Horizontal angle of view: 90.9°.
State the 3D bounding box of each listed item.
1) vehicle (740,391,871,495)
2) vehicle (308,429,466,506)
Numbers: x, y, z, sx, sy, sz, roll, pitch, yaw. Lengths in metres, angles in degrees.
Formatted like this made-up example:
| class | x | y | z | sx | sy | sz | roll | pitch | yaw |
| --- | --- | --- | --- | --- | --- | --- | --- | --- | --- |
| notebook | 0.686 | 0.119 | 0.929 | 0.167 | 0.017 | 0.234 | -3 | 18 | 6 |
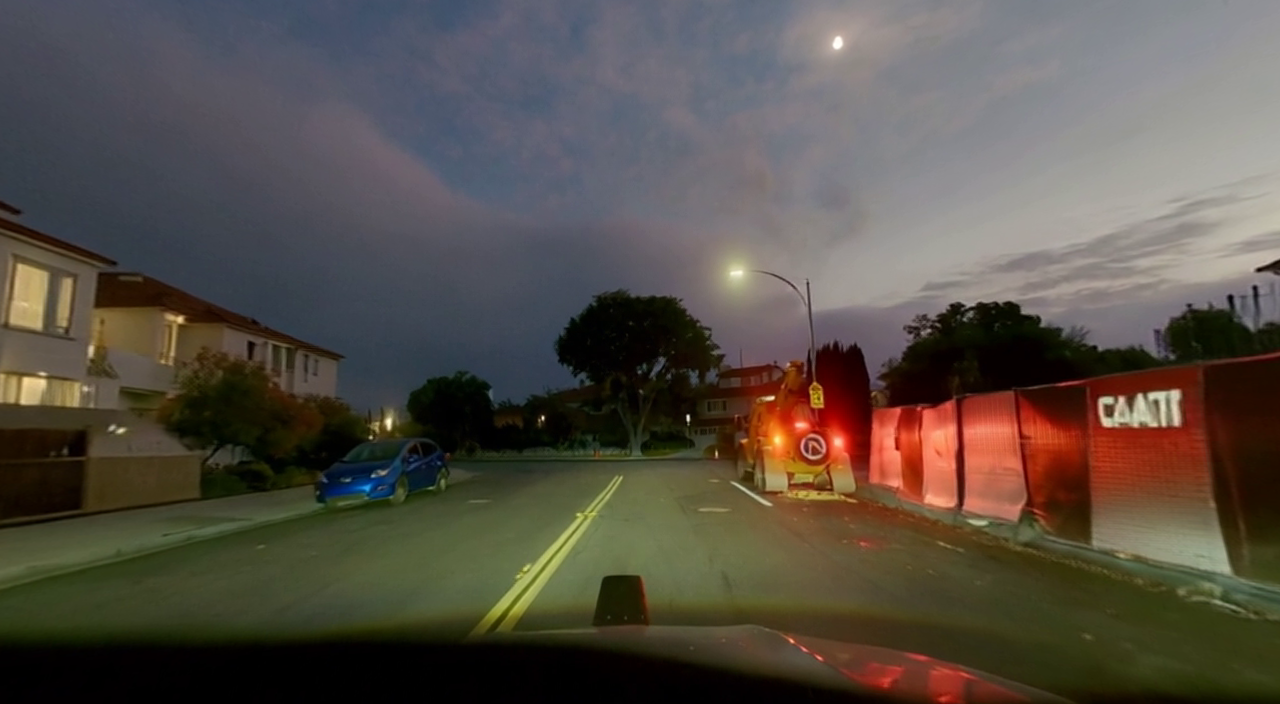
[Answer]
| class | x | y | z | sx | sy | sz | roll | pitch | yaw |
| --- | --- | --- | --- | --- | --- | --- | --- | --- | --- |
| vehicle | 4.497 | 2.569 | 17.848 | 2.501 | 2.613 | 3.505 | 1 | -8 | -5 |
| vehicle | -6.538 | 2.994 | 17.058 | 2.220 | 1.765 | 4.799 | 0 | -7 | 1 |
